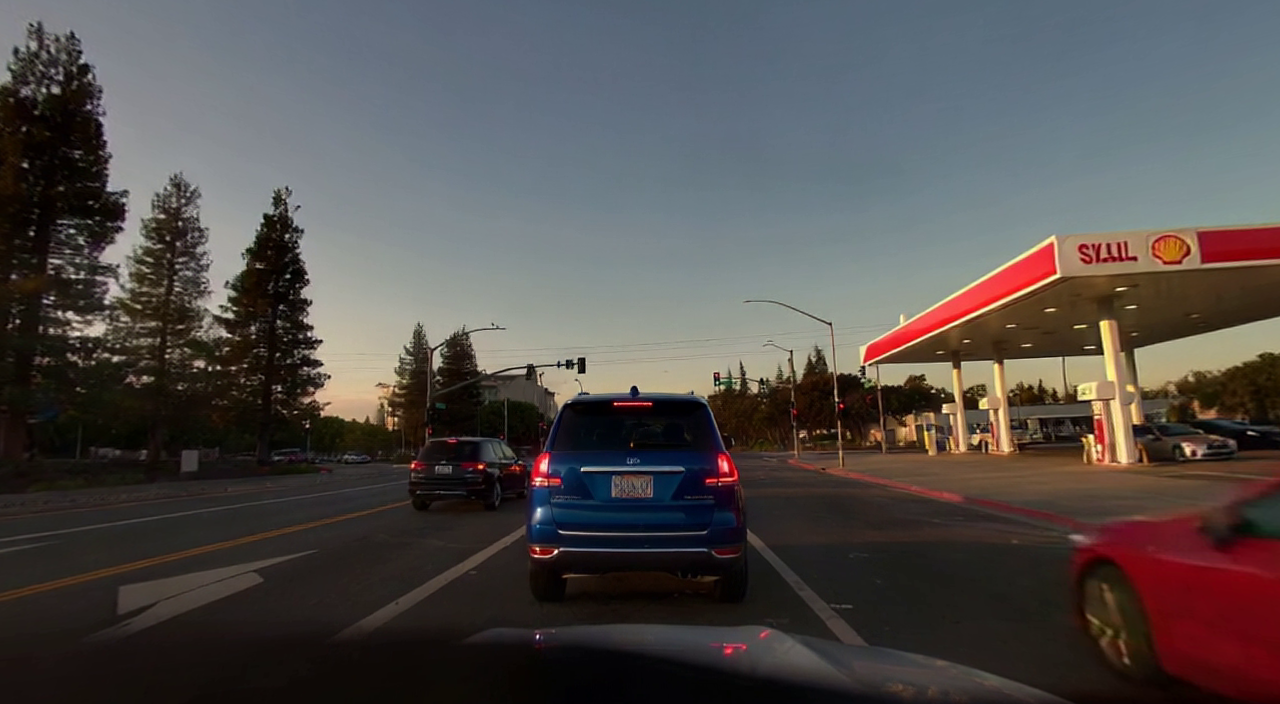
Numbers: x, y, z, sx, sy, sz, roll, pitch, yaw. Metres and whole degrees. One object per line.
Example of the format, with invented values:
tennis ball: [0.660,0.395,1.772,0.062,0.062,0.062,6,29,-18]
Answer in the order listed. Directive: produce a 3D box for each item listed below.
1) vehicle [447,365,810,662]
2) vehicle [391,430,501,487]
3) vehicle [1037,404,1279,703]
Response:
vehicle: [0.012,1.315,6.132,2.236,1.819,4.291,-1,-9,3]
vehicle: [-6.639,3.711,22.182,2.065,1.753,4.525,-1,-9,6]
vehicle: [3.598,0.860,1.871,2.041,1.490,4.471,0,-9,2]
